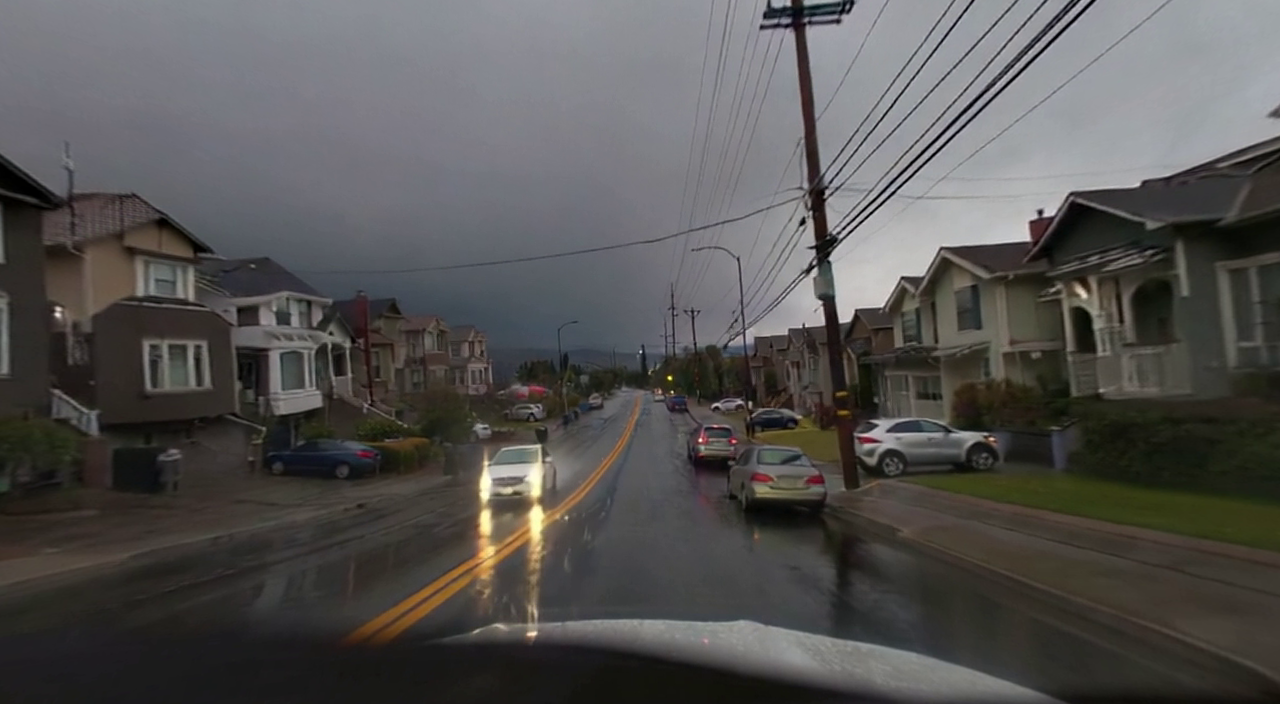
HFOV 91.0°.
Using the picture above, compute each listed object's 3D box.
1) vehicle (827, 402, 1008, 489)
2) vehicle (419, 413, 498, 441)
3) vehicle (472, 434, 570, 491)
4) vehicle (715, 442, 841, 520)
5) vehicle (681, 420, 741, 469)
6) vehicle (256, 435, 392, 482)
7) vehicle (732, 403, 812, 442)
[{"bbox_3d":[8.119,2.768,18.726,4.286,2.044,1.913,-5,-8,-1],"label":"vehicle"},{"bbox_3d":[-12.015,5.013,41.812,4.525,1.797,2.024,-1,-9,5],"label":"vehicle"},{"bbox_3d":[-3.587,3.395,19.852,2.096,1.542,4.481,0,-7,2],"label":"vehicle"},{"bbox_3d":[2.943,2.851,14.505,2.063,1.503,4.415,0,-9,2],"label":"vehicle"},{"bbox_3d":[3.185,4.220,29.369,2.211,1.860,4.813,0,-4,0],"label":"vehicle"},{"bbox_3d":[-11.989,4.051,24.139,4.236,1.654,1.745,0,-8,-5],"label":"vehicle"},{"bbox_3d":[8.572,4.650,41.212,4.622,1.826,2.065,-8,-9,0],"label":"vehicle"}]
